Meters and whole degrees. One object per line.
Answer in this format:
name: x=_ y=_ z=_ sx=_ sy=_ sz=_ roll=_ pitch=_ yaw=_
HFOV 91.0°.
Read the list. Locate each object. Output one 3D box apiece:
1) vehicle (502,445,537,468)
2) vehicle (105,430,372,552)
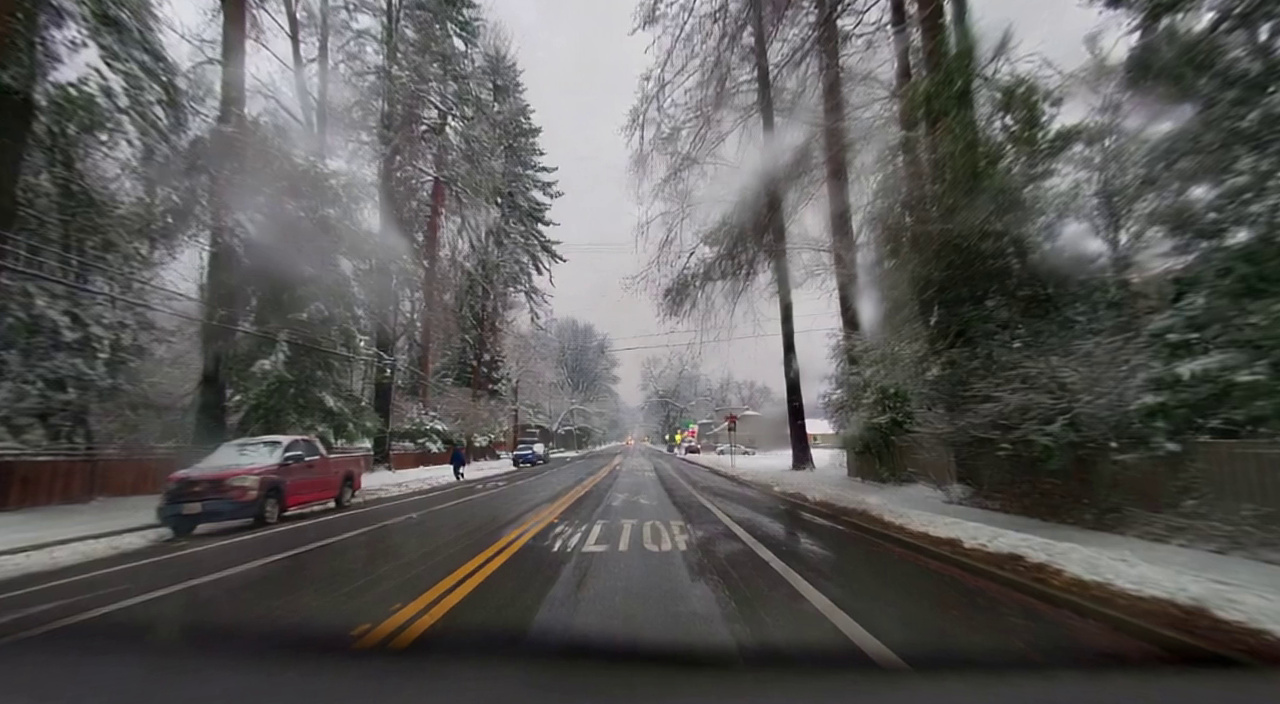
vehicle: x=-9.410 y=8.197 z=49.564 sx=1.998 sy=1.684 sz=4.180 roll=0 pitch=-9 yaw=-1
vehicle: x=-7.292 y=2.493 z=12.254 sx=2.063 sy=1.756 sz=4.792 roll=-4 pitch=-8 yaw=0
